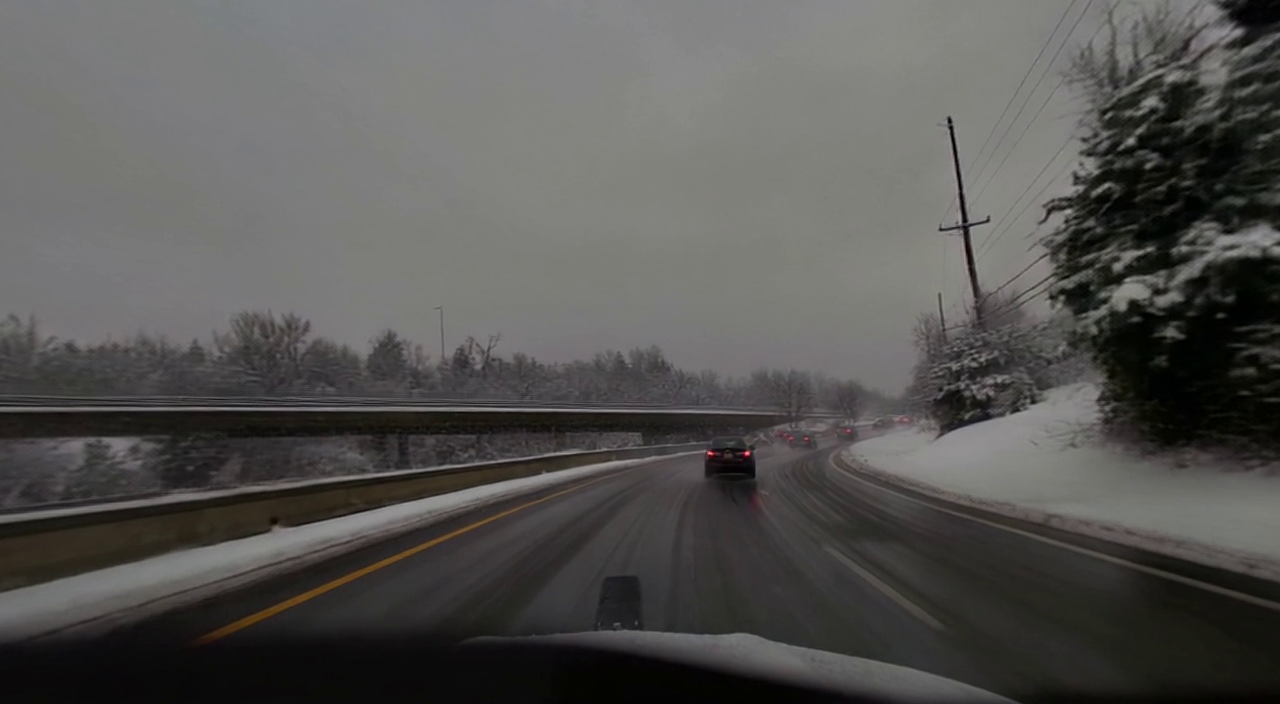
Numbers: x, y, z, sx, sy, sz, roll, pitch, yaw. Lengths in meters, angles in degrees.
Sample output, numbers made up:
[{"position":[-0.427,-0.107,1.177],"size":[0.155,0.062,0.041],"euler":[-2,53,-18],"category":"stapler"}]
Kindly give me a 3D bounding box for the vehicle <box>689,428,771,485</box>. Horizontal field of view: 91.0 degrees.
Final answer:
[{"position":[2.630,3.057,18.661],"size":[2.091,1.482,4.321],"euler":[-1,-9,7],"category":"vehicle"}]

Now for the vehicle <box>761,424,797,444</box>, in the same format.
[{"position":[10.805,6.395,48.756],"size":[1.931,1.485,4.191],"euler":[-4,-9,23],"category":"vehicle"}]
